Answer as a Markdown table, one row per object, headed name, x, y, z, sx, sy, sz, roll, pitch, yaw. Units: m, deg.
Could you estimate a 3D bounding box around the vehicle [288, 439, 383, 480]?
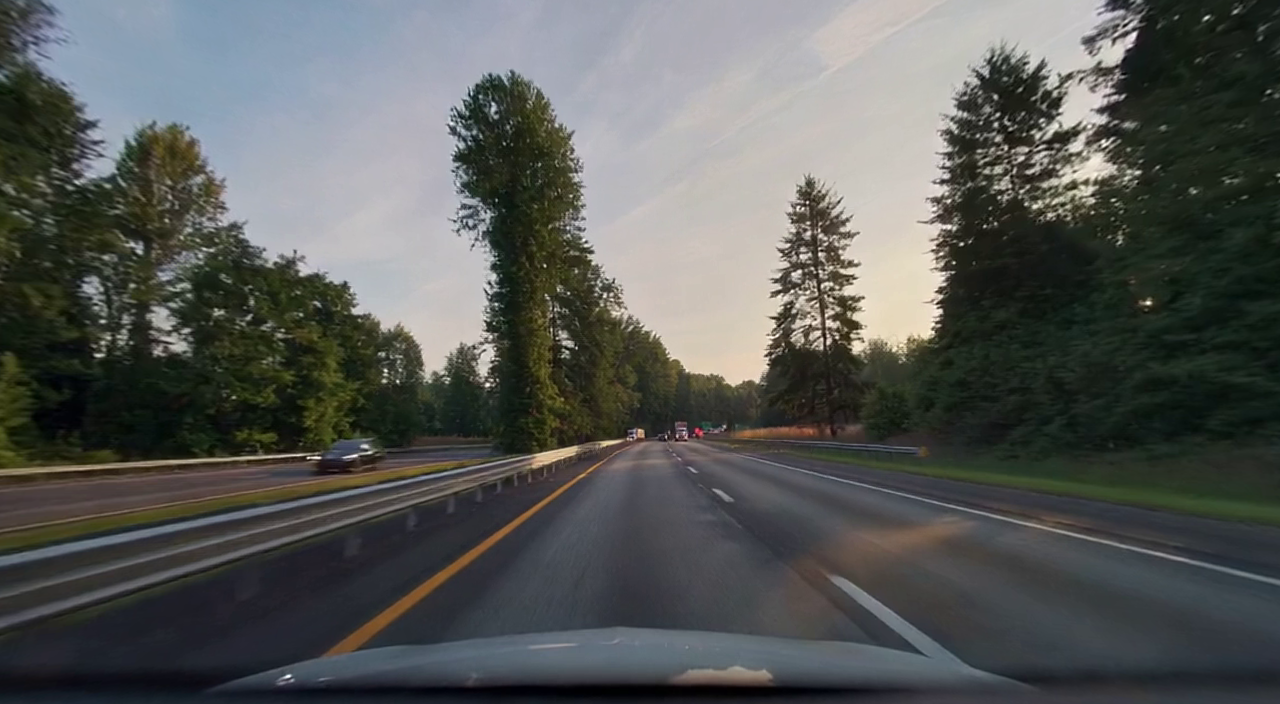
| name | x | y | z | sx | sy | sz | roll | pitch | yaw |
| --- | --- | --- | --- | --- | --- | --- | --- | --- | --- |
| vehicle | -11.679 | 4.102 | 24.436 | 1.783 | 1.422 | 3.720 | 0 | -8 | 0 |
